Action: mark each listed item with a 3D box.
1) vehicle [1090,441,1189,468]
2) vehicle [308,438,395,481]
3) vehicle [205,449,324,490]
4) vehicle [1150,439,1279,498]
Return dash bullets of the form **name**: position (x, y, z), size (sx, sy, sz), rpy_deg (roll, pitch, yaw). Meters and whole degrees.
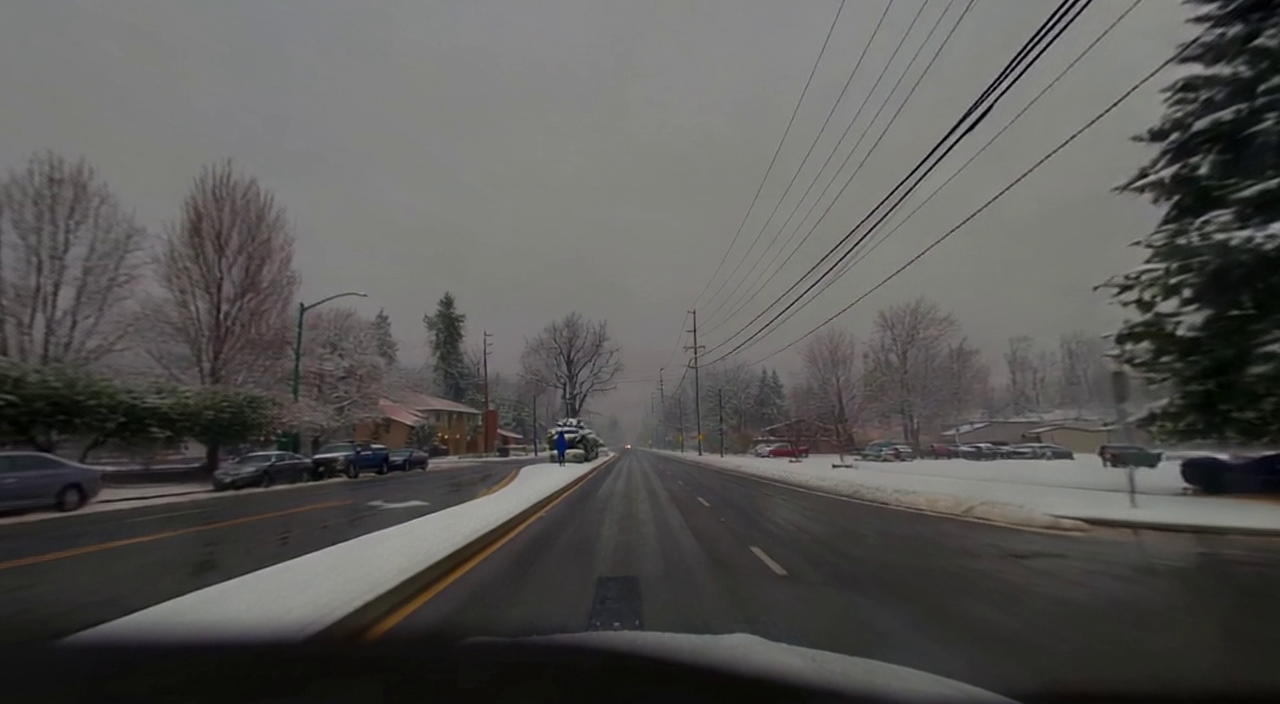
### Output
- **vehicle**: position (33.215, 6.812, 42.184), size (1.792, 1.586, 4.905), rpy_deg (0, -9, -17)
- **vehicle**: position (-15.079, 5.644, 33.408), size (2.298, 1.979, 4.920), rpy_deg (-3, -8, 0)
- **vehicle**: position (-15.280, 4.768, 26.052), size (2.058, 1.479, 4.519), rpy_deg (0, -8, 1)
- **vehicle**: position (17.829, 3.300, 18.161), size (4.567, 1.535, 2.156), rpy_deg (1, -8, -6)
